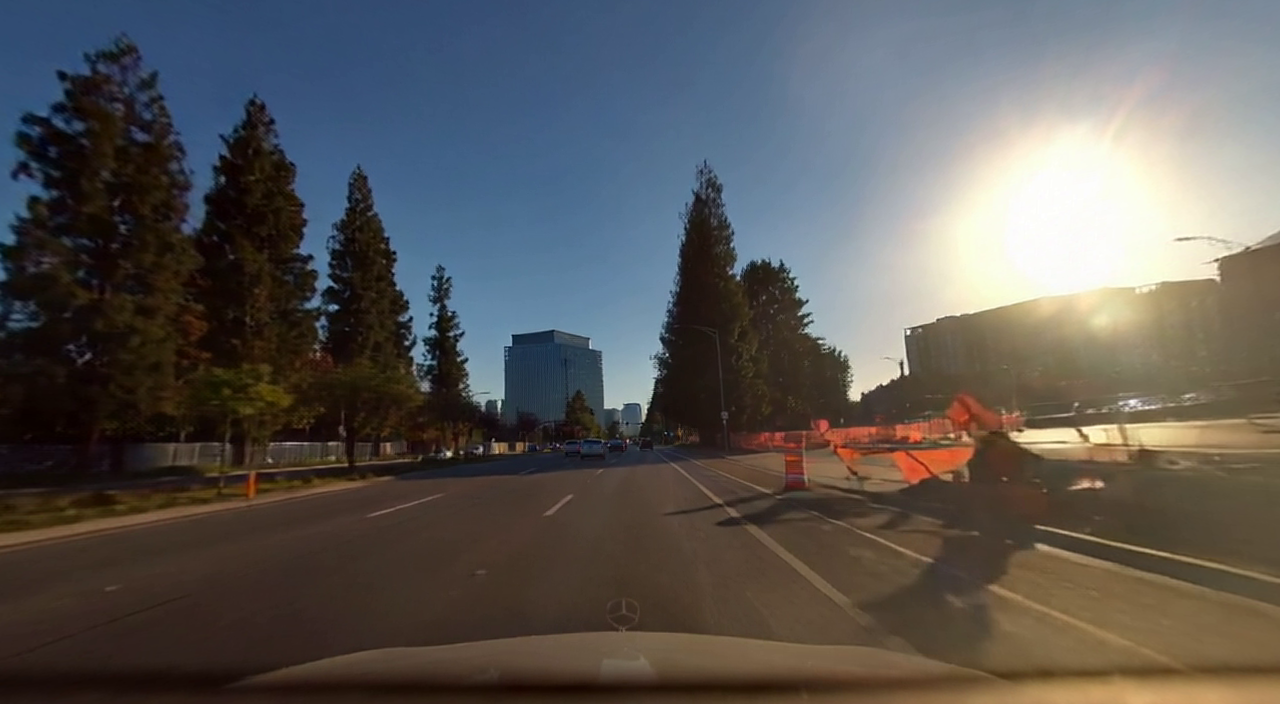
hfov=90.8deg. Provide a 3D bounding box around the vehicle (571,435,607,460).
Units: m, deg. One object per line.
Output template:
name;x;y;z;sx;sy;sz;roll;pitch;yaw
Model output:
vehicle;-3.473;6.559;43.498;2.121;1.654;3.993;0;-8;0
